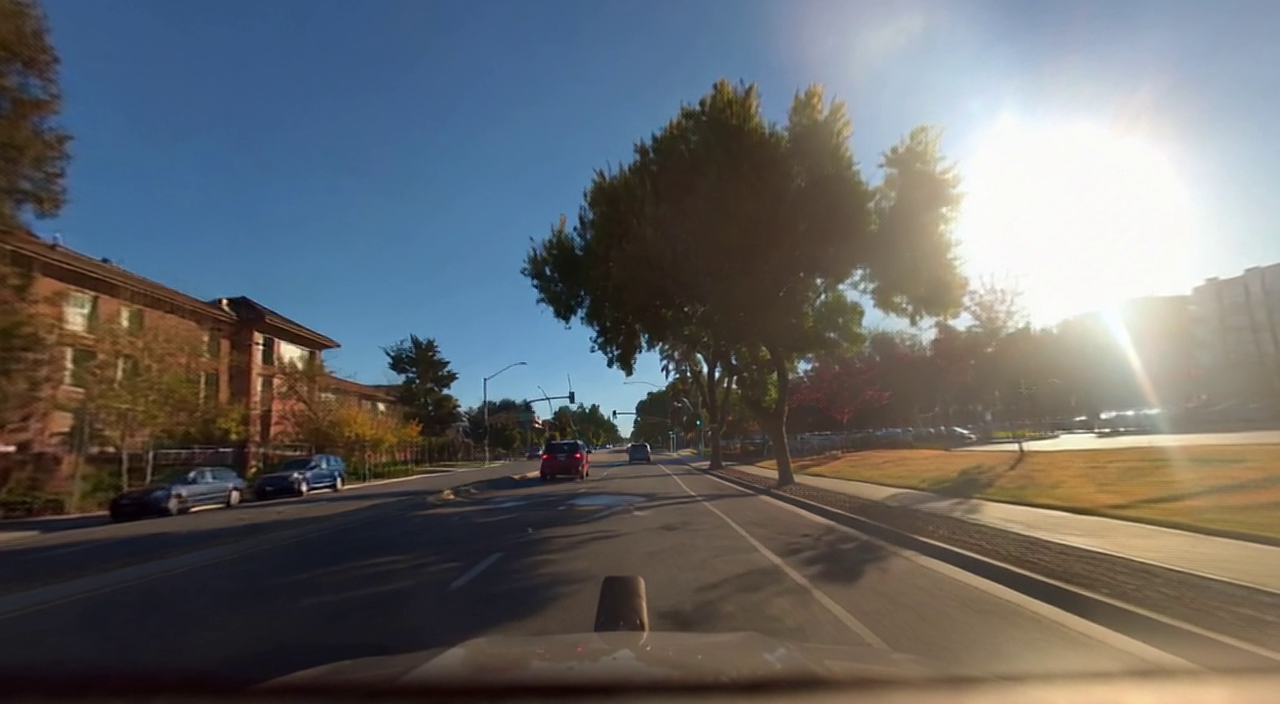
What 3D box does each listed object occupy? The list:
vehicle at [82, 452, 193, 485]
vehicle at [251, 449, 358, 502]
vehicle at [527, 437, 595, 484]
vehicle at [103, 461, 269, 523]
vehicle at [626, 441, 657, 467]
[{"bbox_3d":[-27.854,6.465,35.168,4.252,1.708,2.225,0,-8,1],"label":"vehicle"},{"bbox_3d":[-14.097,5.153,26.910,1.996,1.886,4.692,-3,-8,0],"label":"vehicle"},{"bbox_3d":[-3.133,4.404,25.937,2.097,1.755,4.336,0,-8,2],"label":"vehicle"},{"bbox_3d":[-14.278,4.390,20.306,1.880,1.476,4.715,-4,-8,0],"label":"vehicle"},{"bbox_3d":[0.052,7.187,44.847,2.088,1.735,4.801,0,-8,-1],"label":"vehicle"}]
